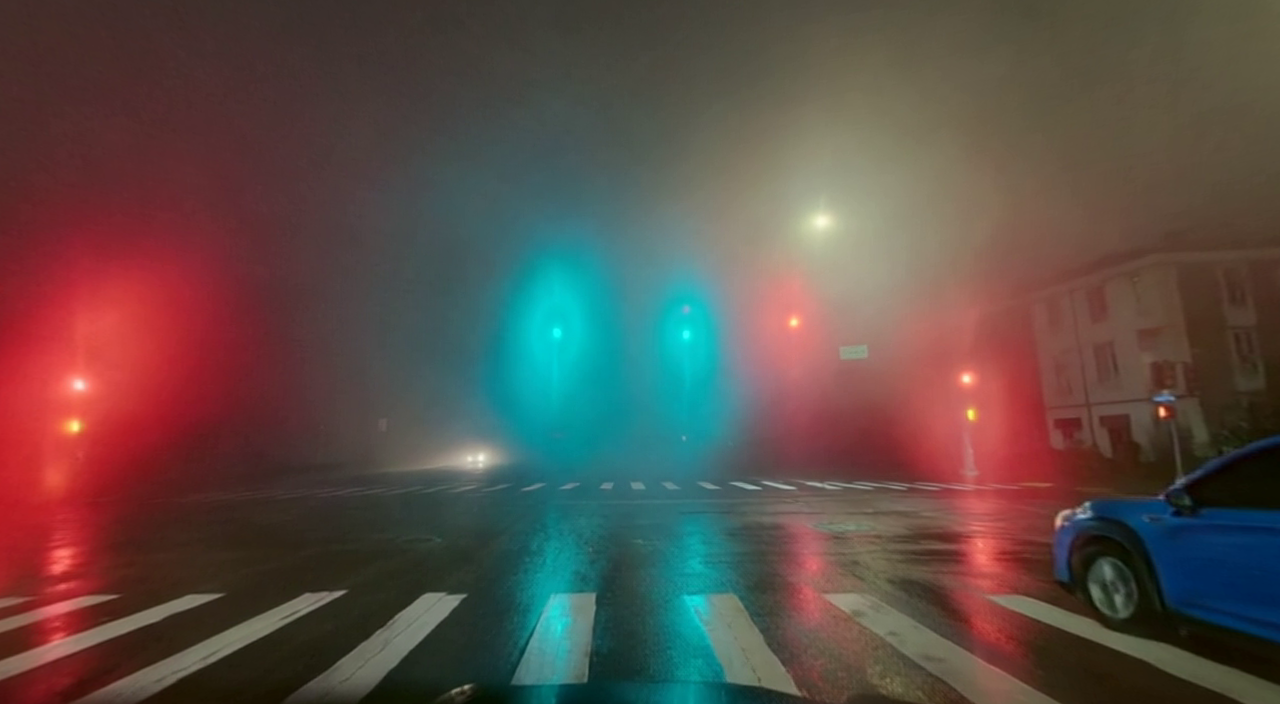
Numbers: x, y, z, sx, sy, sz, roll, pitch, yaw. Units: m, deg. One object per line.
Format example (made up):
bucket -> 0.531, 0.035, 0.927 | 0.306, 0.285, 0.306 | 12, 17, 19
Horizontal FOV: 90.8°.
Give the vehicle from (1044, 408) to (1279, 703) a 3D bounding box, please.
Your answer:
vehicle -> 3.013, 0.731, 0.758 | 2.015, 1.455, 4.615 | 0, -8, 0
